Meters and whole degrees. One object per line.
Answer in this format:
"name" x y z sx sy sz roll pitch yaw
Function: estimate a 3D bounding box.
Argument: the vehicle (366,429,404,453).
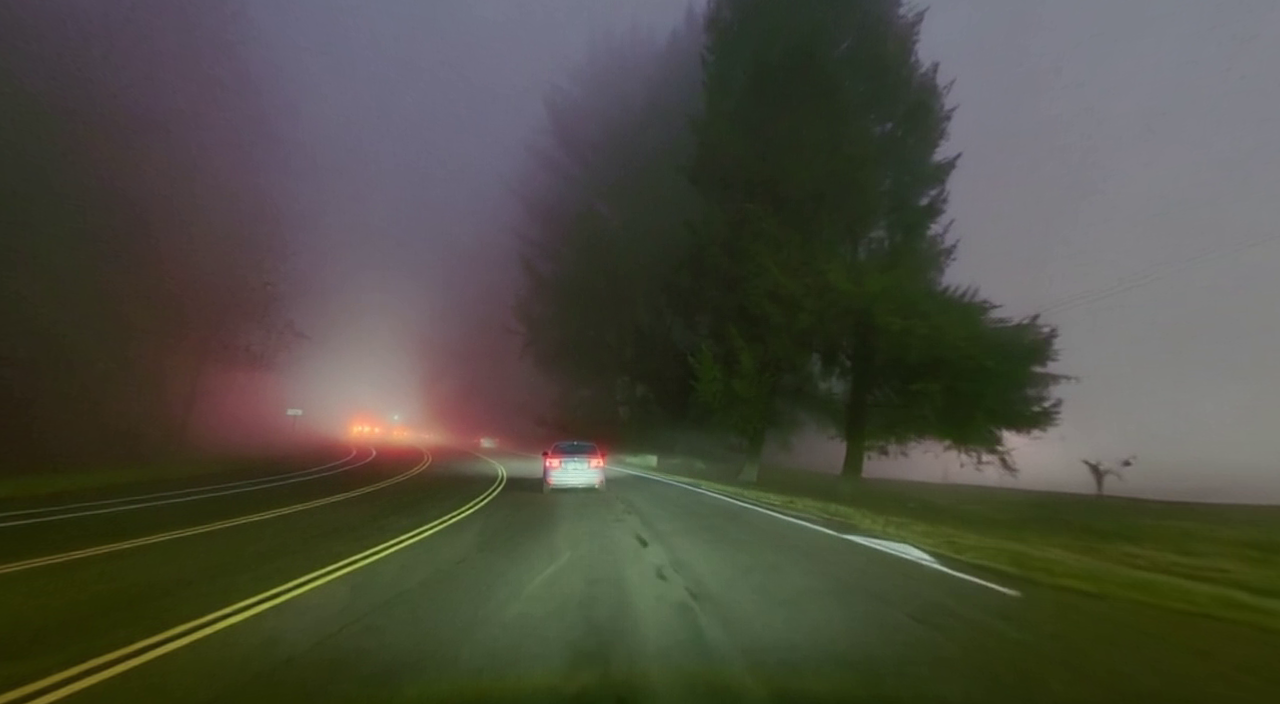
"vehicle" -17.113 5.980 42.170 2.126 1.493 4.748 4 -9 -23

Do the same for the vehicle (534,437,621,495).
"vehicle" -1.977 3.349 18.867 2.296 1.510 4.068 2 -9 -9

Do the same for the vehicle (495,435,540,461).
"vehicle" -7.782 6.062 39.712 2.080 1.530 3.719 3 -9 -21
